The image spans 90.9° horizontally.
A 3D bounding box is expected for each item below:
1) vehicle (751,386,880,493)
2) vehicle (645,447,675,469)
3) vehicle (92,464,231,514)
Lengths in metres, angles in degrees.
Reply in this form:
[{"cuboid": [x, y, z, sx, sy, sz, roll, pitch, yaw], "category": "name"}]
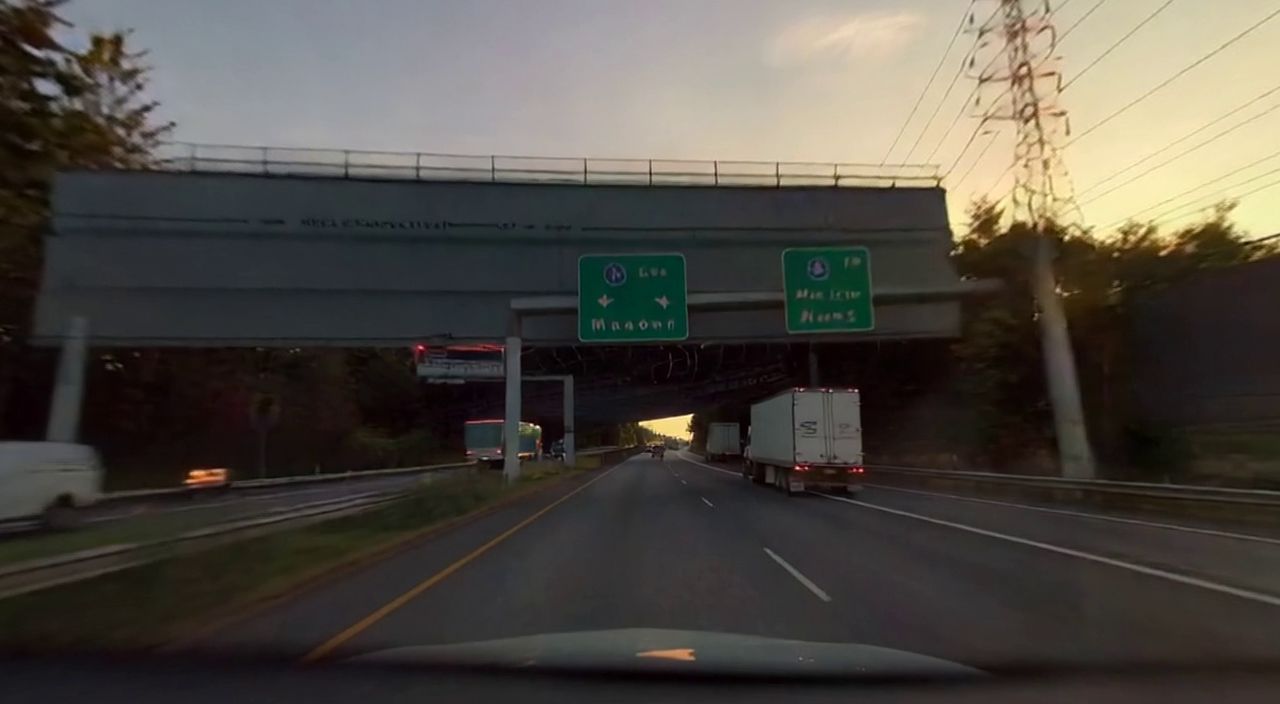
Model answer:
[{"cuboid": [6.209, 3.309, 23.648, 2.743, 3.367, 7.306, 0, -9, 0], "category": "vehicle"}, {"cuboid": [1.454, 7.677, 45.671, 2.049, 1.500, 3.790, 0, -9, 2], "category": "vehicle"}, {"cuboid": [-17.206, 4.907, 22.942, 1.865, 1.513, 3.969, 0, -9, 0], "category": "vehicle"}]
